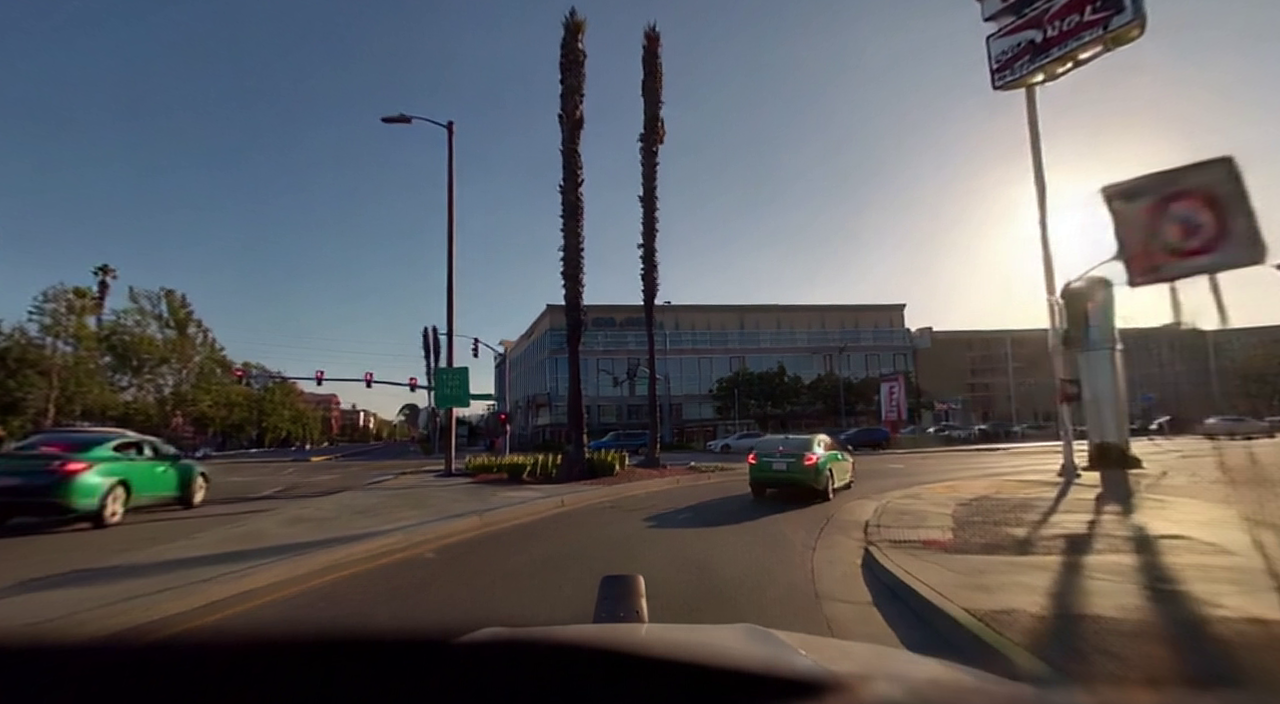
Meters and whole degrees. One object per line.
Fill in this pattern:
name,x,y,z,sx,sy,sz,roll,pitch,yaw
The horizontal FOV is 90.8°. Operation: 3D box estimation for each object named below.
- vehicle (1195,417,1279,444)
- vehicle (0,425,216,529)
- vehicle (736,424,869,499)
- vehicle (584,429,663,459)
vehicle,37.466,4.875,39.023,4.458,1.589,2.044,1,-7,-3
vehicle,-9.904,2.145,11.348,1.912,1.487,4.471,1,-9,-7
vehicle,4.103,2.601,15.349,2.070,1.493,4.570,-4,-10,27
vehicle,-1.081,5.806,39.939,4.757,1.633,1.932,0,-8,-11
